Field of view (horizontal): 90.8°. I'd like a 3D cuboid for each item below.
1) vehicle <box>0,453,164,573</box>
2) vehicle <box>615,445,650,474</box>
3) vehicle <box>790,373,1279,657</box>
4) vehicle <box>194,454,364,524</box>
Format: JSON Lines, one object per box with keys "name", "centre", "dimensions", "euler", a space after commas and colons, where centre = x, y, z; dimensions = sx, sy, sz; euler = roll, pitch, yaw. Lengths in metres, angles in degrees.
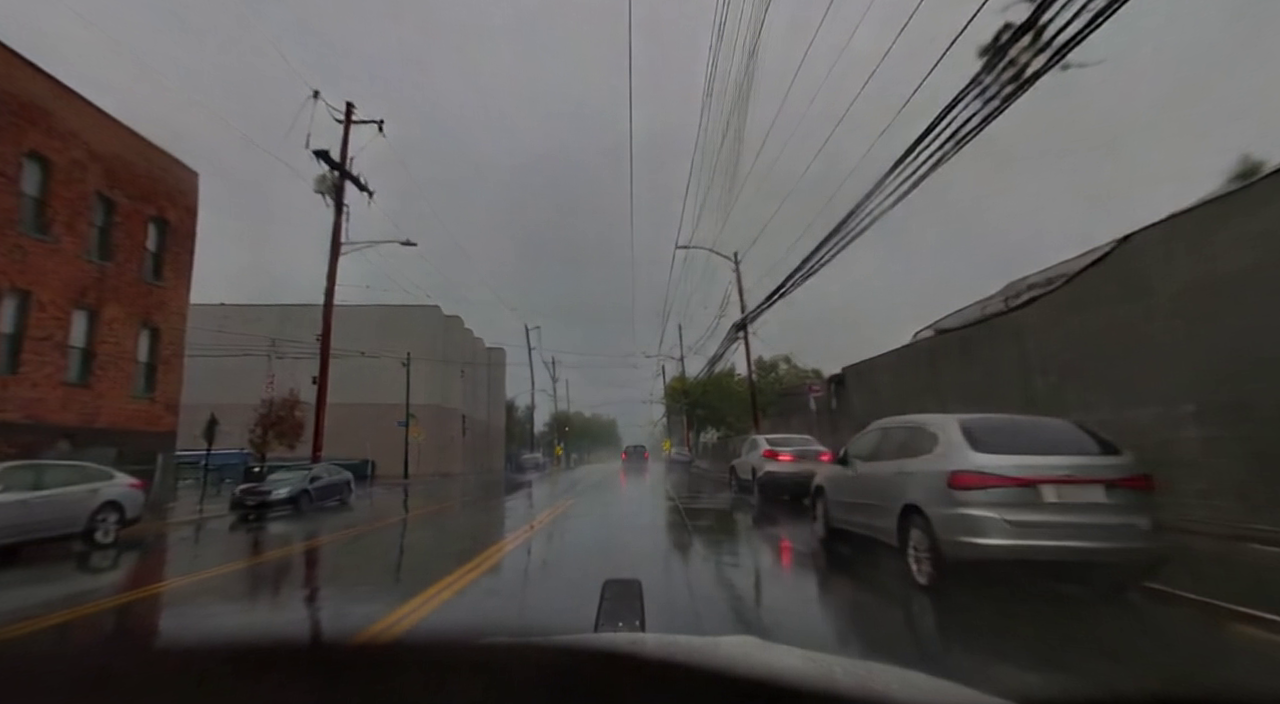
{"name": "vehicle", "centre": [-10.128, 2.477, 9.610], "dimensions": [1.980, 1.676, 4.884], "euler": [-5, -10, 0]}
{"name": "vehicle", "centre": [-0.487, 7.064, 41.824], "dimensions": [2.190, 1.783, 4.048], "euler": [-1, -8, -1]}
{"name": "vehicle", "centre": [3.207, 1.361, 6.421], "dimensions": [2.102, 1.765, 4.674], "euler": [-1, -8, -1]}
{"name": "vehicle", "centre": [-10.018, 3.862, 18.120], "dimensions": [2.079, 1.550, 4.865], "euler": [-4, -11, -1]}
